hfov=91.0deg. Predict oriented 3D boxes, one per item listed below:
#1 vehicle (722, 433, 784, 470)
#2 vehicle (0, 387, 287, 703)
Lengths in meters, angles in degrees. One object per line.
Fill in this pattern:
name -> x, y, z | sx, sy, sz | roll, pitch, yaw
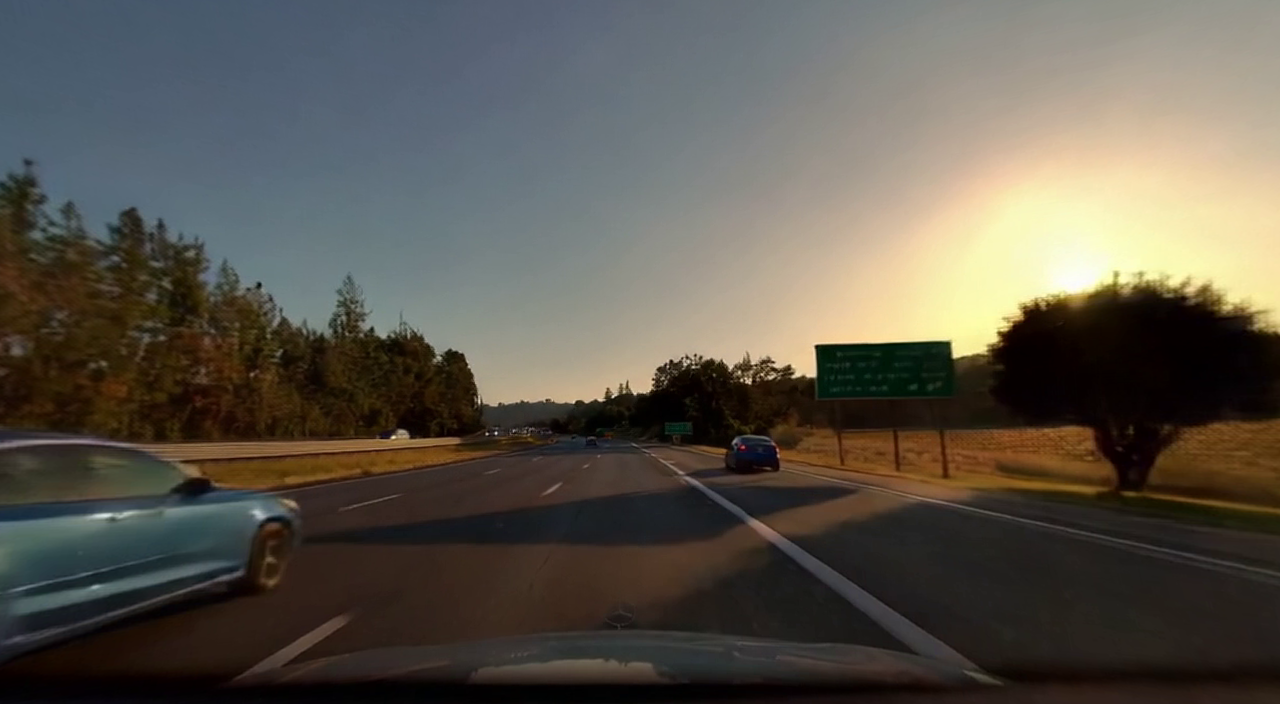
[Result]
vehicle -> 5.225, 4.673, 29.842 | 2.084, 1.614, 4.762 | 0, -8, 1
vehicle -> -3.842, 0.976, 3.015 | 2.008, 1.567, 3.959 | 0, -8, 0
